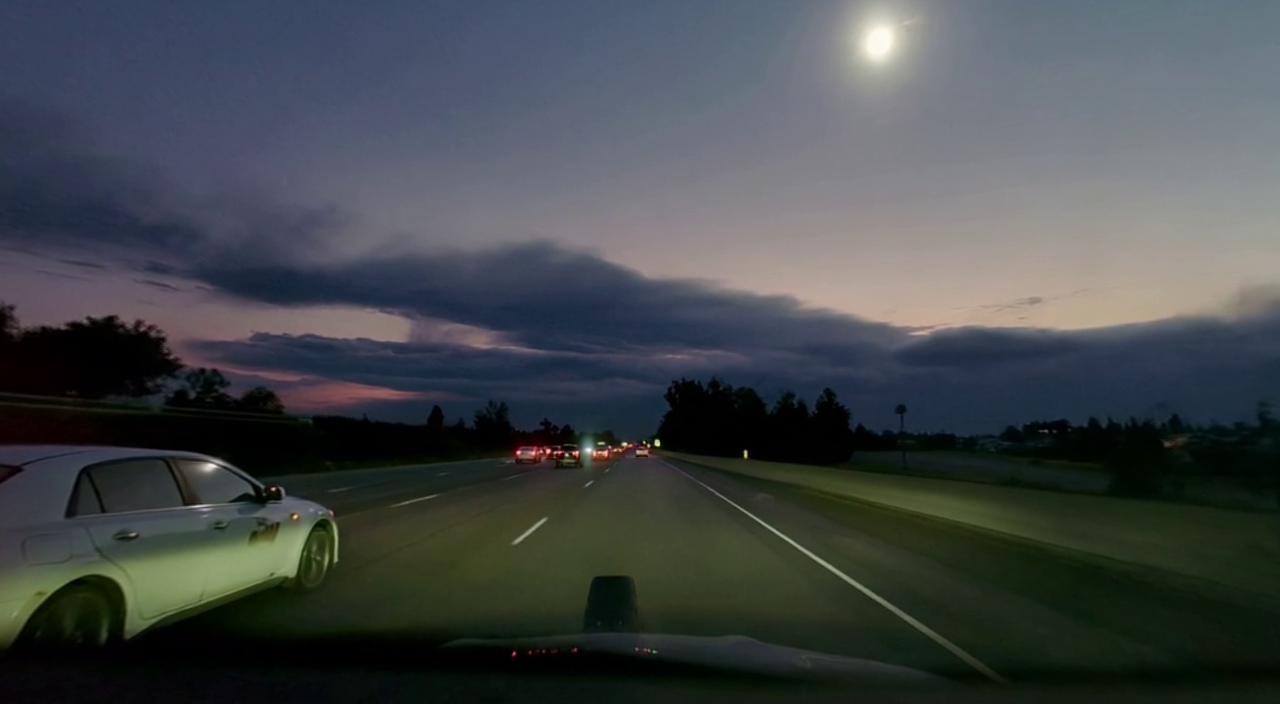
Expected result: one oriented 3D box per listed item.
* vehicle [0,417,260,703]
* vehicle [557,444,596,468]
[{"bbox_3d":[-3.986,1.012,2.649,1.965,1.485,4.460,0,-9,0],"label":"vehicle"},{"bbox_3d":[-4.093,6.816,41.308,2.120,1.458,4.031,0,-9,1],"label":"vehicle"}]
